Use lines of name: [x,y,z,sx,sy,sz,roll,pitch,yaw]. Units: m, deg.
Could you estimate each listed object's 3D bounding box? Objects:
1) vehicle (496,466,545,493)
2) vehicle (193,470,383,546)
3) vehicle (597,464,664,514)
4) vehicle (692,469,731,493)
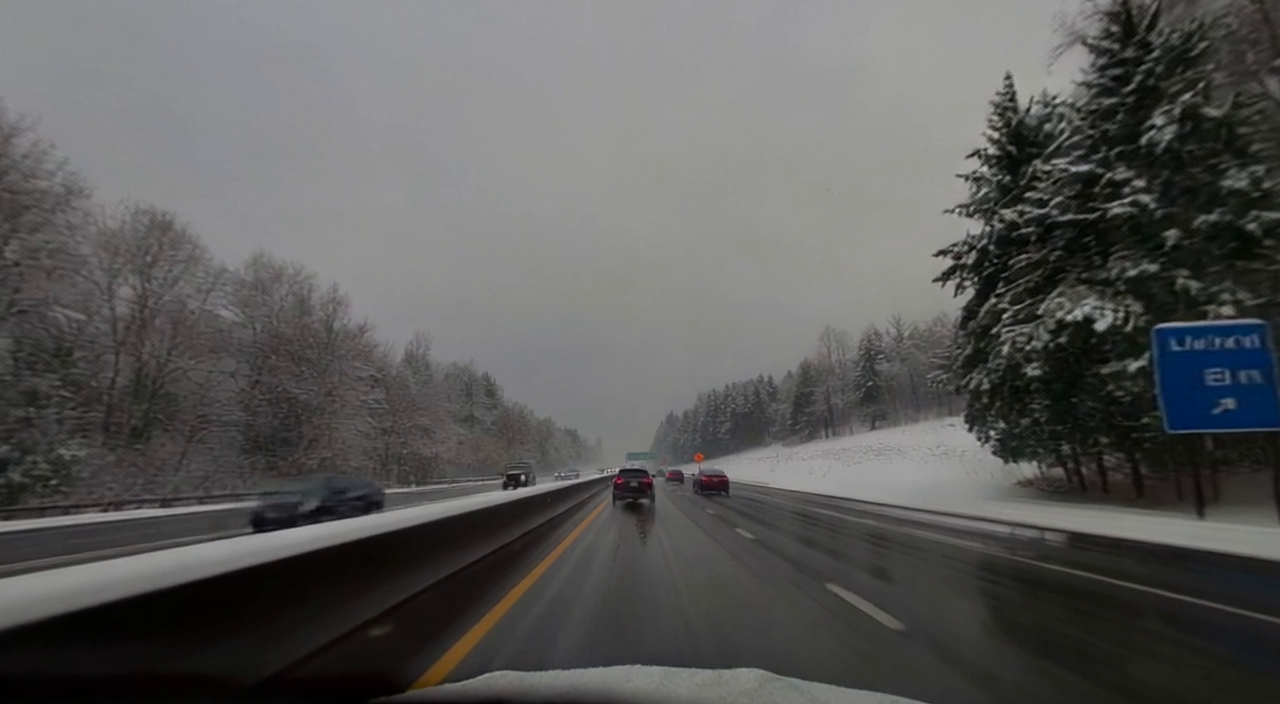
vehicle: [-7.594,8.143,40.455,2.156,1.596,4.559,0,-10,1]
vehicle: [-7.778,3.463,14.508,1.926,1.442,4.175,1,-10,0]
vehicle: [-0.309,4.534,21.117,2.060,1.473,3.726,1,-10,-1]
vehicle: [4.555,8.302,40.729,1.974,1.476,4.119,1,-10,-1]
